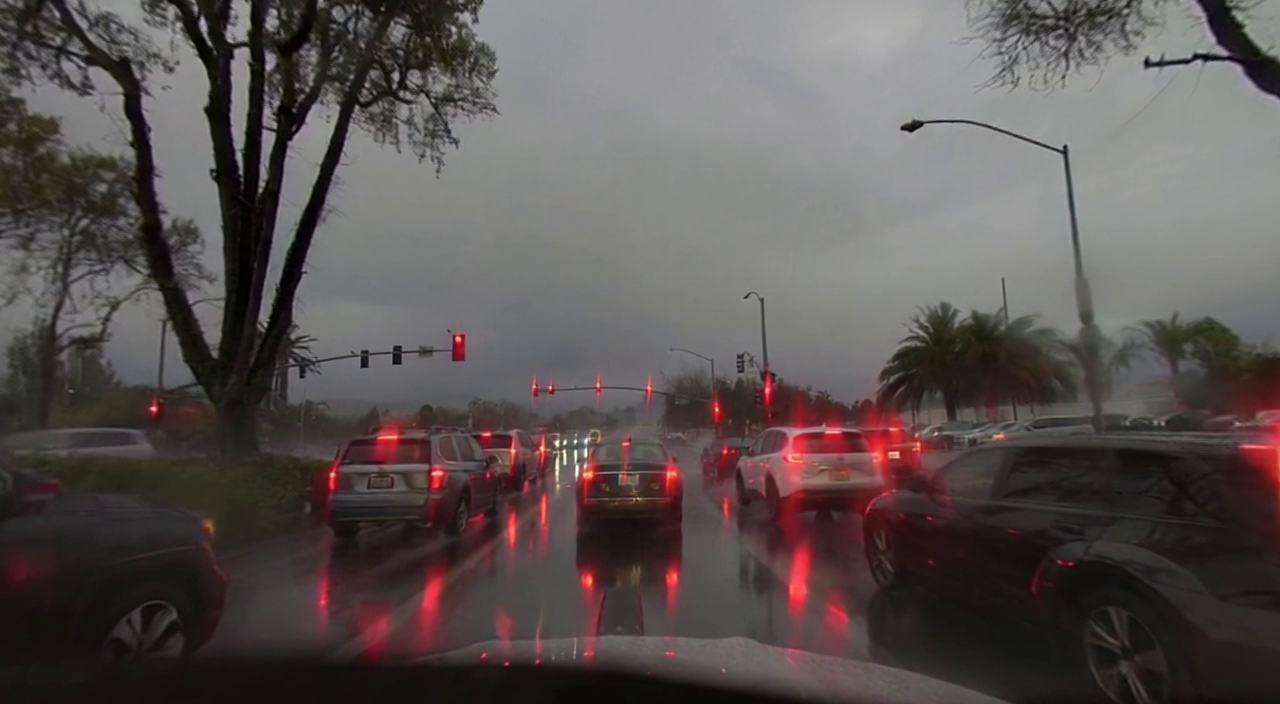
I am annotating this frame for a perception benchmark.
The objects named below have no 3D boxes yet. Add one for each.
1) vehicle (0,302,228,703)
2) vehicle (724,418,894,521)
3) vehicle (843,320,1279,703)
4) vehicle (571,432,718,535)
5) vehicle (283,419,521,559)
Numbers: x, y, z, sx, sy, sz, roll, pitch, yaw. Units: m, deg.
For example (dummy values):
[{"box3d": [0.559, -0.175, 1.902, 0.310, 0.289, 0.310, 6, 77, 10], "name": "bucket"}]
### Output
[{"box3d": [-3.194, 0.542, 0.979, 2.079, 1.756, 4.676, 0, -8, -3], "name": "vehicle"}, {"box3d": [3.061, 2.232, 12.445, 2.106, 1.667, 4.101, 0, -8, -2], "name": "vehicle"}, {"box3d": [3.150, 1.040, 4.144, 2.074, 1.685, 4.387, 0, -8, -1], "name": "vehicle"}, {"box3d": [-0.009, 2.135, 10.832, 2.076, 1.438, 3.770, 0, -8, -2], "name": "vehicle"}, {"box3d": [-3.070, 1.848, 9.275, 1.896, 1.546, 4.378, 0, -8, -1], "name": "vehicle"}]
